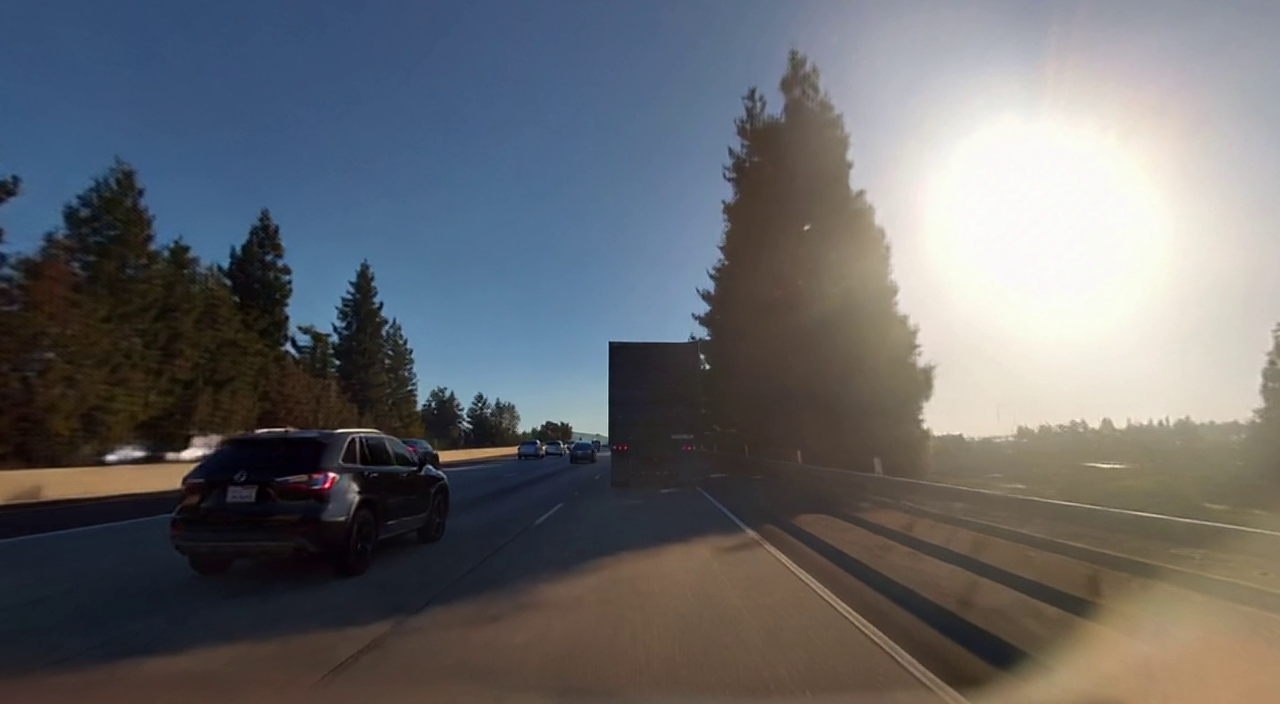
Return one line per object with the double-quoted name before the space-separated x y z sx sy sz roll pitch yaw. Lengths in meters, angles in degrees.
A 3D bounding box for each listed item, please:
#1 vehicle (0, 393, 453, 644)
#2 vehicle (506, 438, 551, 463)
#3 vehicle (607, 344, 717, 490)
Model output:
"vehicle" -3.611 1.434 6.428 2.077 1.671 4.249 0 -8 0
"vehicle" -6.809 6.079 38.891 1.882 1.451 4.416 0 -8 1
"vehicle" 0.595 2.483 21.988 2.870 3.841 10.653 0 -8 0
